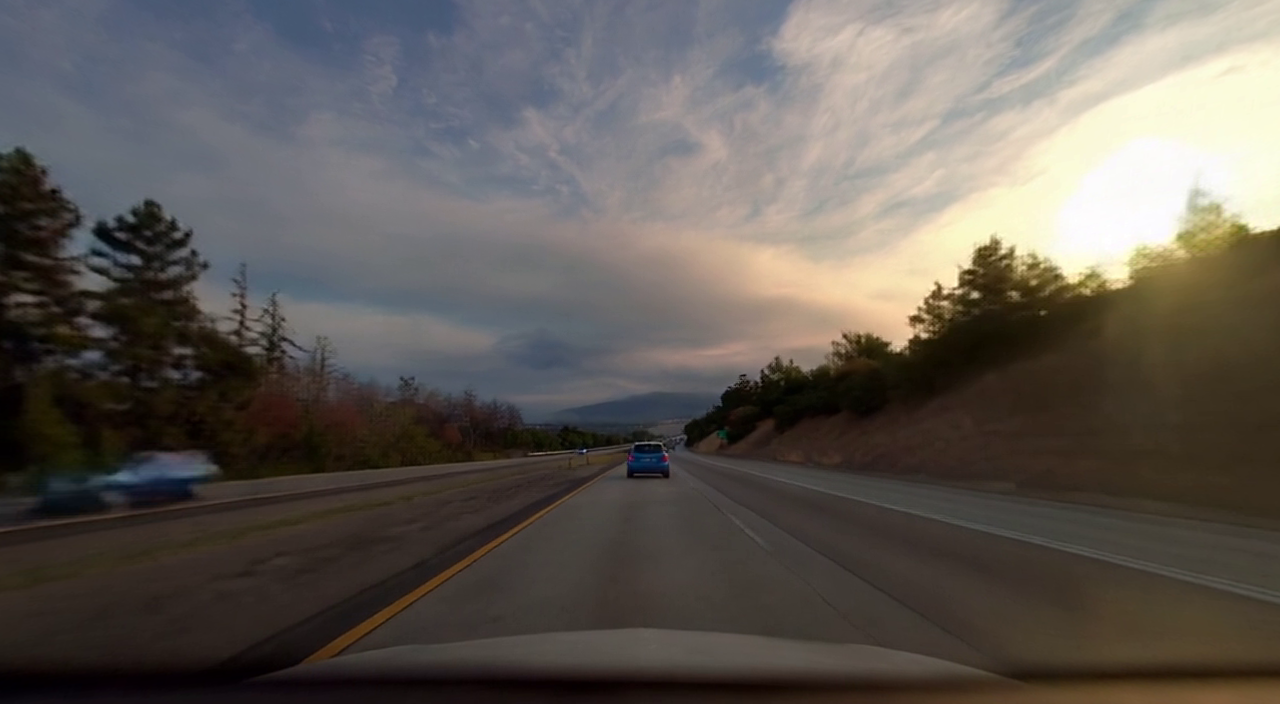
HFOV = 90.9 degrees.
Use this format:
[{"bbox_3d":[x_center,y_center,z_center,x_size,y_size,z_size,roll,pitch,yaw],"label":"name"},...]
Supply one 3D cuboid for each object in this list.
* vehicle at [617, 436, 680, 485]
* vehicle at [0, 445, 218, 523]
[{"bbox_3d":[0.309,4.117,24.118,2.190,1.706,4.062,0,-9,0],"label":"vehicle"},{"bbox_3d":[-12.280,2.880,14.352,2.009,1.446,4.694,0,-9,1],"label":"vehicle"}]
